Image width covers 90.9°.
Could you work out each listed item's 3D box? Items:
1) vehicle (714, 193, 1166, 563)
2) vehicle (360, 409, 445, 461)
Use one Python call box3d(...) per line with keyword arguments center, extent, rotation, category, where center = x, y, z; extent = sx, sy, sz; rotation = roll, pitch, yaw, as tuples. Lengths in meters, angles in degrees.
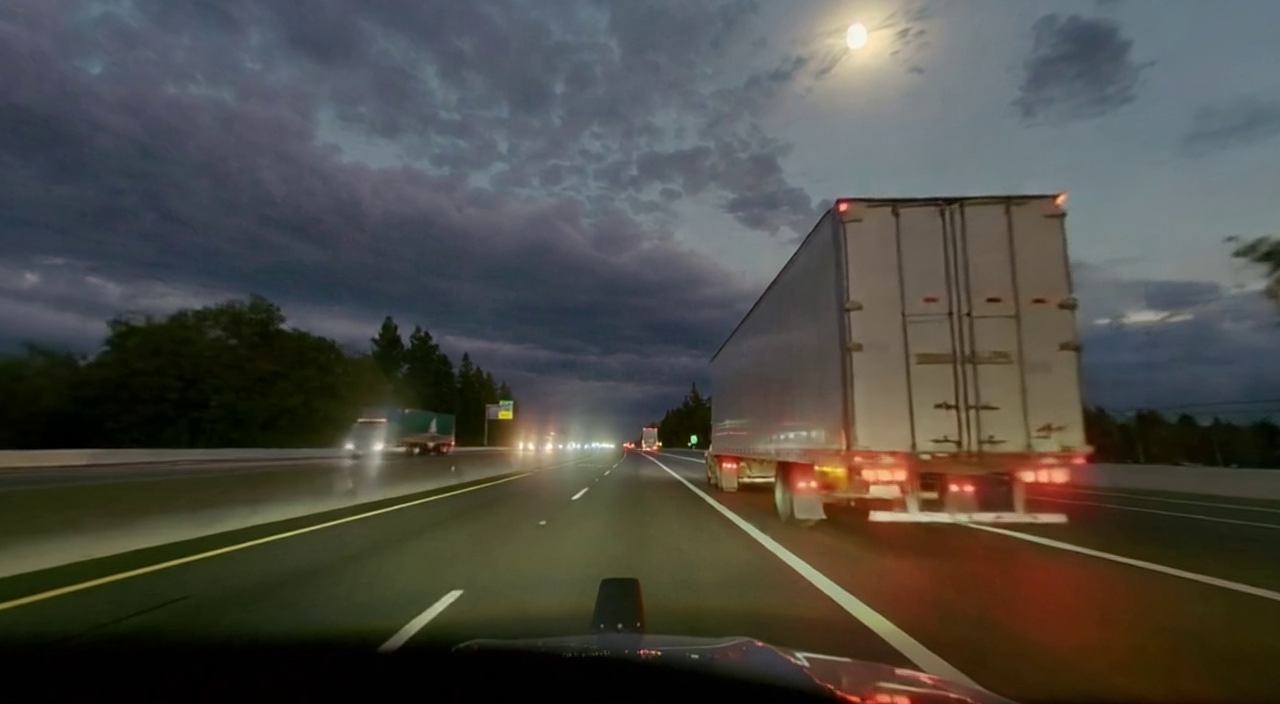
box3d(center=(4.134, 1.252, 14.170), extent=(3.323, 4.262, 14.056), rotation=(0, -9, 0), category="vehicle")
box3d(center=(-15.535, 5.585, 41.881), extent=(2.626, 3.136, 7.570), rotation=(0, -9, 0), category="vehicle")
